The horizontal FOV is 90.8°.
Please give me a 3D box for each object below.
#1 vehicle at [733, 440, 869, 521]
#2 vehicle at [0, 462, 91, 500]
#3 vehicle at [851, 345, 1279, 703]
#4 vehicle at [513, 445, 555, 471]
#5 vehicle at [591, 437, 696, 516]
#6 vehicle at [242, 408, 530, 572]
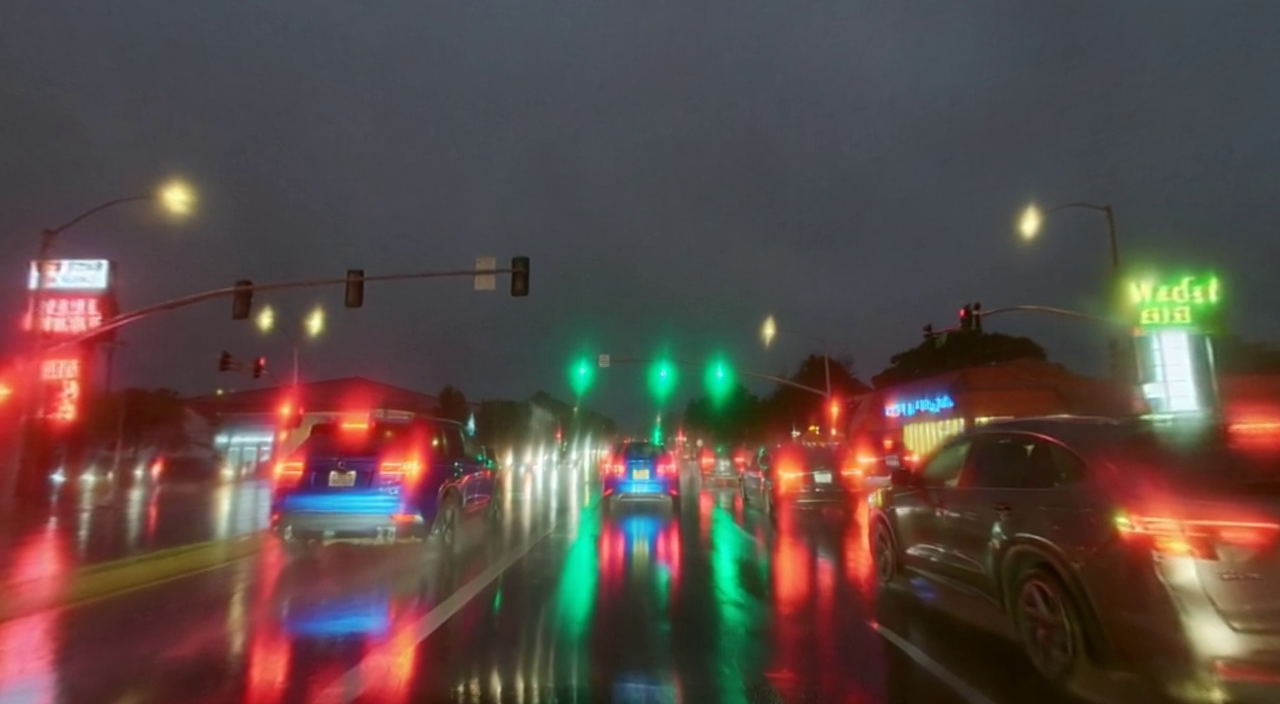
[{"bbox_3d":[3.363,2.752,14.087,1.865,1.496,4.170,0,-9,-1],"label":"vehicle"},{"bbox_3d":[-27.195,5.642,27.773,4.098,1.497,1.934,4,-9,-24],"label":"vehicle"},{"bbox_3d":[3.187,1.117,4.178,2.075,1.661,4.401,0,-9,1],"label":"vehicle"},{"bbox_3d":[-7.834,7.874,47.143,2.293,1.777,4.497,0,-9,0],"label":"vehicle"},{"bbox_3d":[0.048,2.841,14.898,2.154,1.577,3.723,0,-9,-1],"label":"vehicle"},{"bbox_3d":[-3.291,1.920,9.564,2.257,1.823,4.777,-1,-9,1],"label":"vehicle"}]
